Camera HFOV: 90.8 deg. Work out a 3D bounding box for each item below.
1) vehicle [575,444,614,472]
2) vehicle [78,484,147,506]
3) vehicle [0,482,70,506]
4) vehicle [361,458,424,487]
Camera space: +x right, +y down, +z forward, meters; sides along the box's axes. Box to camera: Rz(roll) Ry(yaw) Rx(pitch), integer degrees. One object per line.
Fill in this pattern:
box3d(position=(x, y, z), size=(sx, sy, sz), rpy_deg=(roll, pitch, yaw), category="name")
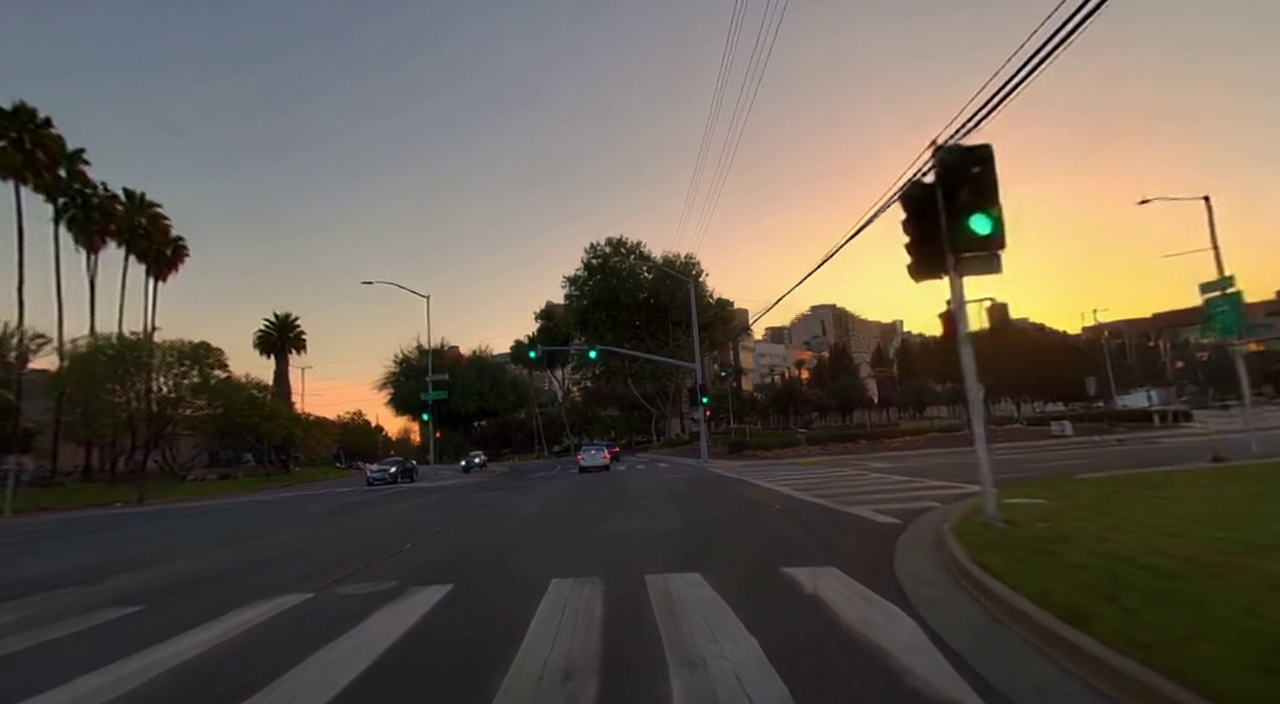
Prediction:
box3d(position=(-2.510, 6.012, 36.082), size=(2.063, 1.474, 4.334), rpy_deg=(0, -8, -2), category="vehicle")
box3d(position=(-40.501, 11.000, 48.599), size=(3.543, 1.445, 1.912), rpy_deg=(0, -8, -2), category="vehicle")
box3d(position=(-39.503, 9.210, 40.974), size=(3.398, 1.395, 1.633), rpy_deg=(-2, -10, 0), category="vehicle")
box3d(position=(-14.776, 7.184, 37.989), size=(1.997, 1.480, 4.715), rpy_deg=(0, -9, -2), category="vehicle")
